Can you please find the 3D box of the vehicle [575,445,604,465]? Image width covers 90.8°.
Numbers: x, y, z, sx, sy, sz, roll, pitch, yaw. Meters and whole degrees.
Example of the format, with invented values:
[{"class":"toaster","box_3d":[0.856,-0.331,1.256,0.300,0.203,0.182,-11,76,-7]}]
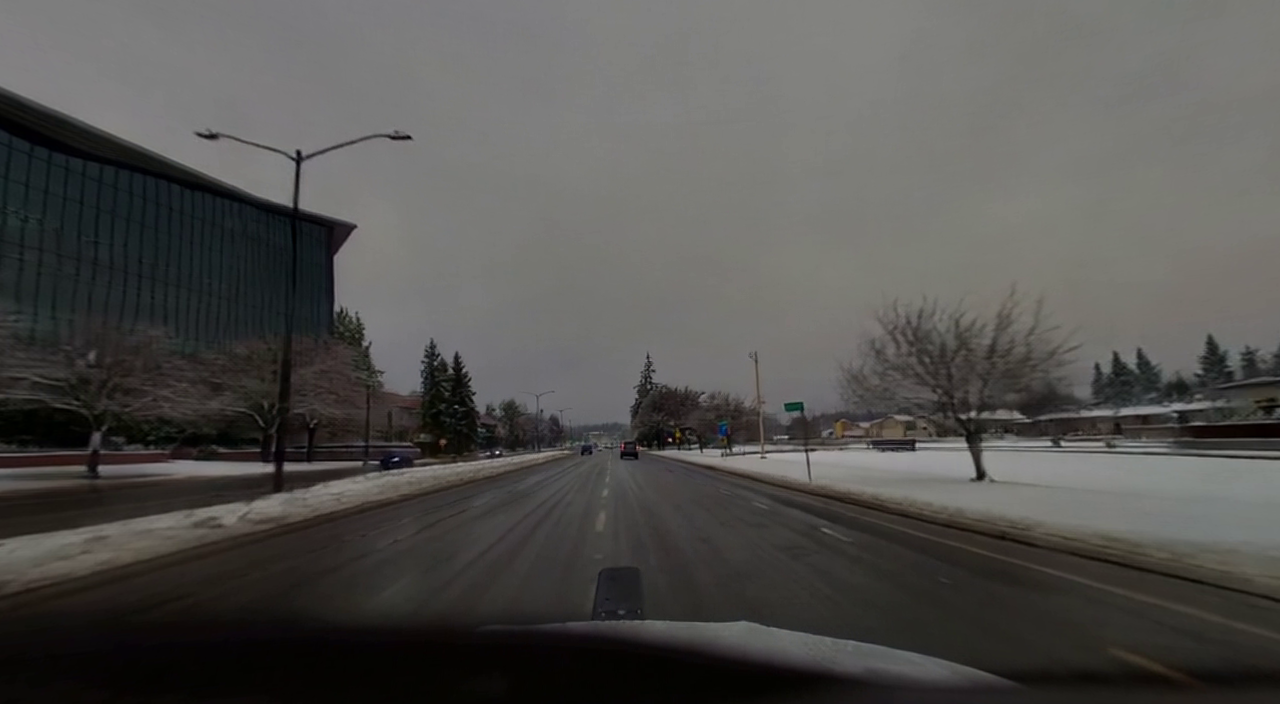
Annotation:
[{"class":"vehicle","box_3d":[-3.781,7.822,48.276,2.080,1.445,4.096,0,-8,-3]}]
